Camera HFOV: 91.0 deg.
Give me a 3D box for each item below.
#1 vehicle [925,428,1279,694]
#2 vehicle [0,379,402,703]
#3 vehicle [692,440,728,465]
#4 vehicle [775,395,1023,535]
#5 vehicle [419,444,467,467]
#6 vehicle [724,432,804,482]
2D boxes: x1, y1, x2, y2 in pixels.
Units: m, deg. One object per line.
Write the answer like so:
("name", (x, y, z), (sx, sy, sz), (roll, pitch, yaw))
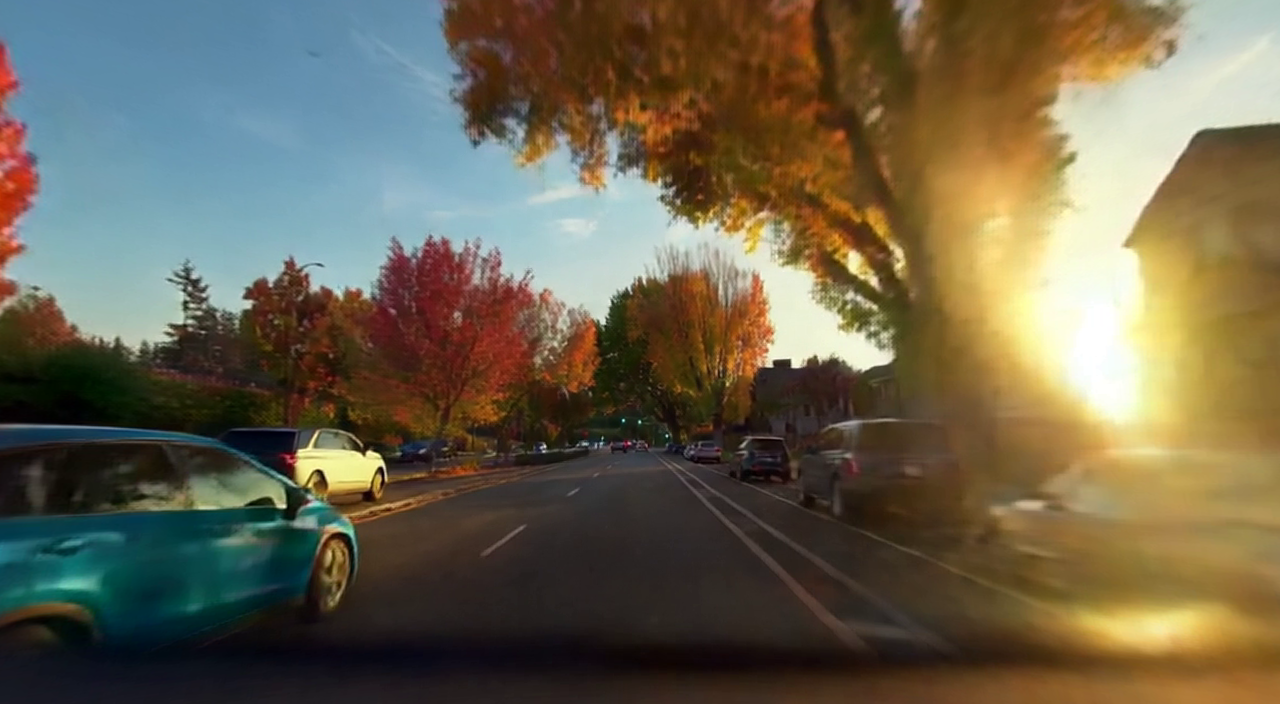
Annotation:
("vehicle", (4.556, 1.487, 5.470), (1.876, 1.510, 4.637), (1, -9, -2))
("vehicle", (-3.208, 1.022, 3.420), (1.982, 1.478, 4.465), (0, -9, 1))
("vehicle", (4.968, 7.219, 45.450), (2.014, 1.700, 4.369), (1, -9, -1))
("vehicle", (4.626, 2.199, 12.862), (2.374, 2.104, 6.508), (0, -9, 1))
("vehicle", (-13.670, 7.179, 43.887), (1.837, 1.491, 4.378), (0, -9, 1))
("vehicle", (4.861, 4.226, 25.629), (2.164, 1.793, 5.671), (0, -9, 1))
